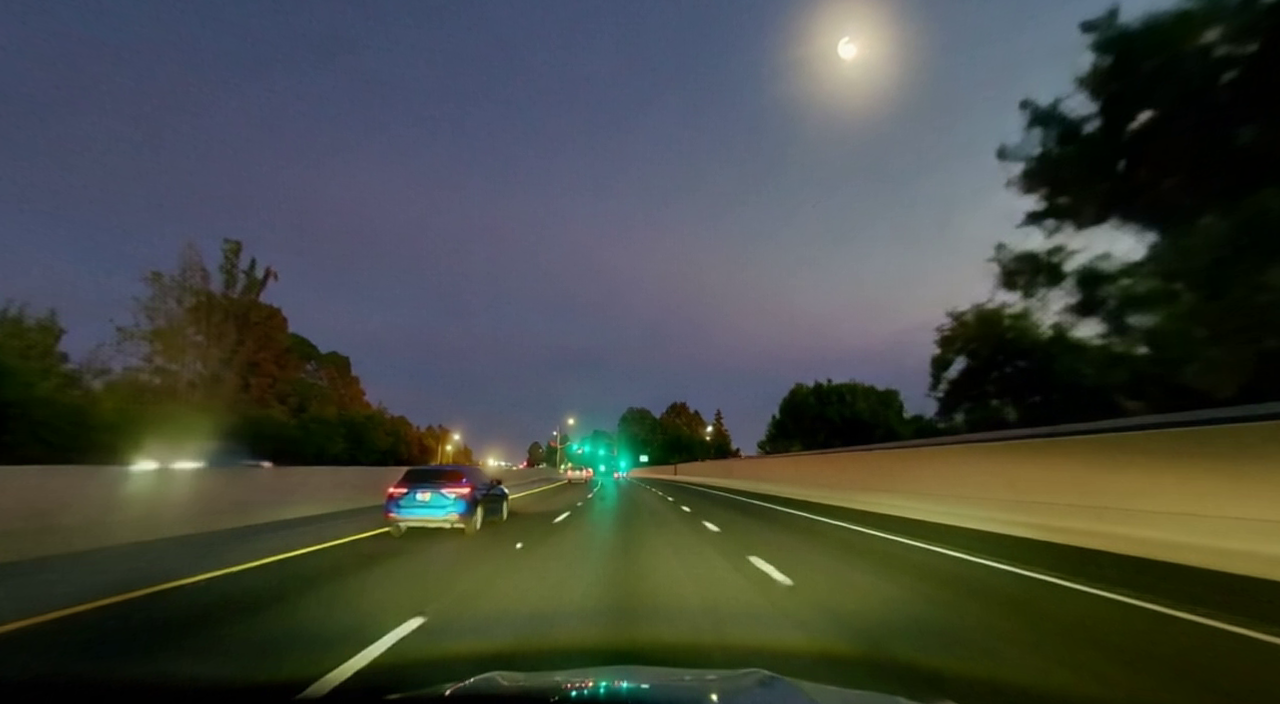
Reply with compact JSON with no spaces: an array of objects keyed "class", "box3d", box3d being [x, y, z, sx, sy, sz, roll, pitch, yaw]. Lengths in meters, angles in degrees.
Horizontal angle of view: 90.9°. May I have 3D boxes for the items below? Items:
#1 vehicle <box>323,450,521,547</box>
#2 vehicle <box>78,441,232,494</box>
[{"class":"vehicle","box3d":[-4.097,2.892,13.011,2.328,1.559,5.041,1,-10,-1]},{"class":"vehicle","box3d":[-16.864,4.083,22.269,1.917,1.619,4.449,1,-10,-1]}]
